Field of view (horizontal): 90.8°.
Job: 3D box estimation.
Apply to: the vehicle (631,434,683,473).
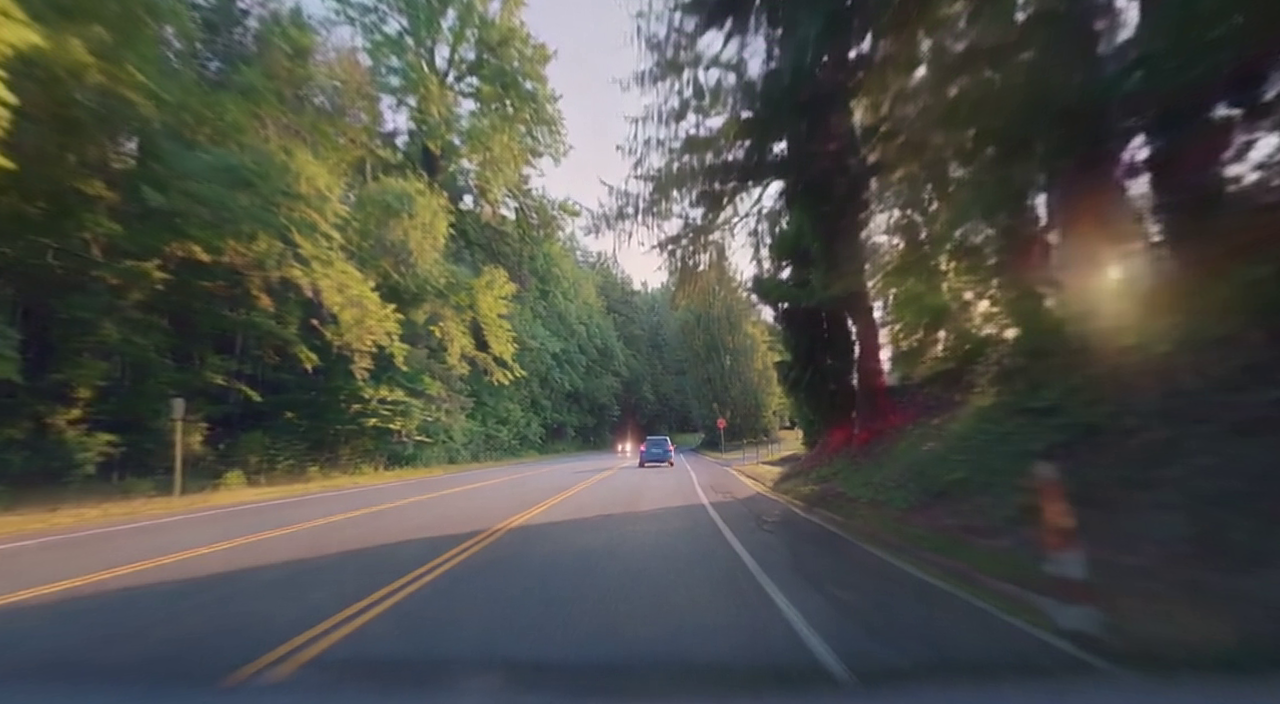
[{"bbox_3d":[0.853,4.848,30.370,2.294,1.708,4.110,-1,-8,3],"label":"vehicle"}]
